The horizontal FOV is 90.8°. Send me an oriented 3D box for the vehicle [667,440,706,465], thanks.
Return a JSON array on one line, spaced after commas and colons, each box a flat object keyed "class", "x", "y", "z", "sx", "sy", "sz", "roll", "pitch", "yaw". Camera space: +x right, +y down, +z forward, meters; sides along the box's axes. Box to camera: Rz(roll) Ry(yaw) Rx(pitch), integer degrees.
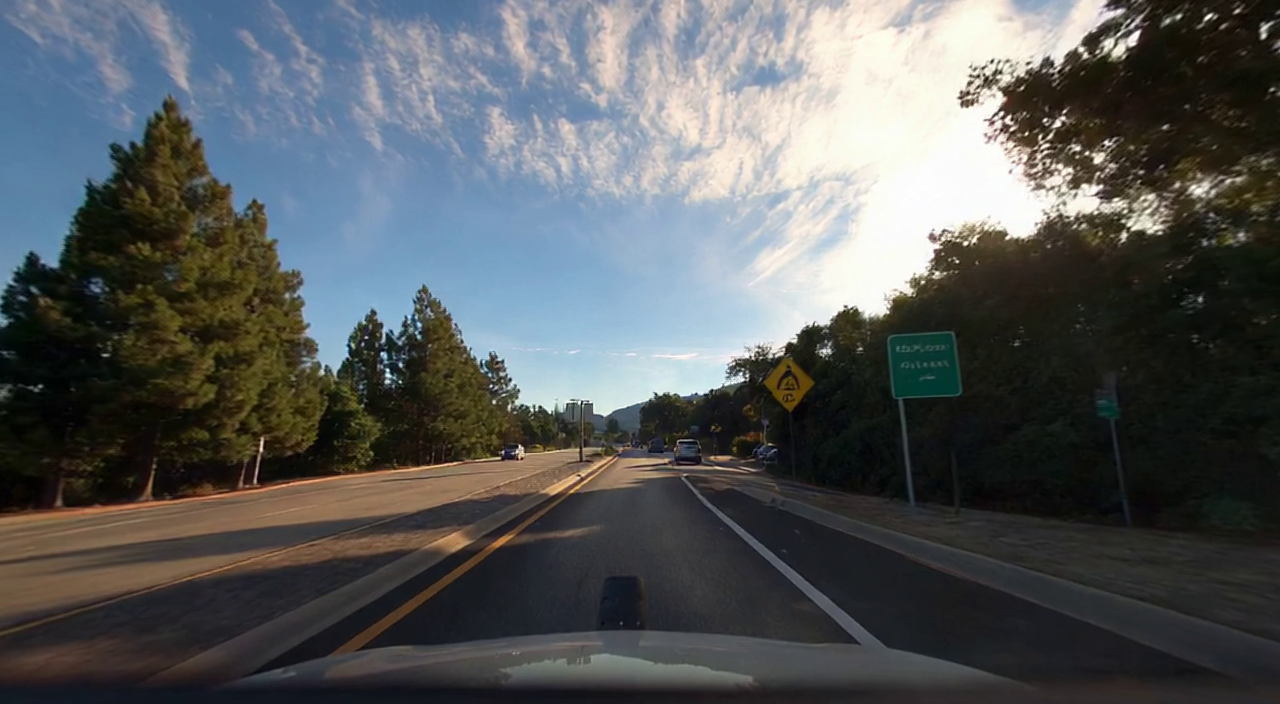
[{"class": "vehicle", "x": 3.369, "y": 7.422, "z": 46.582, "sx": 2.183, "sy": 1.744, "sz": 4.424, "roll": 0, "pitch": -9, "yaw": -4}]
